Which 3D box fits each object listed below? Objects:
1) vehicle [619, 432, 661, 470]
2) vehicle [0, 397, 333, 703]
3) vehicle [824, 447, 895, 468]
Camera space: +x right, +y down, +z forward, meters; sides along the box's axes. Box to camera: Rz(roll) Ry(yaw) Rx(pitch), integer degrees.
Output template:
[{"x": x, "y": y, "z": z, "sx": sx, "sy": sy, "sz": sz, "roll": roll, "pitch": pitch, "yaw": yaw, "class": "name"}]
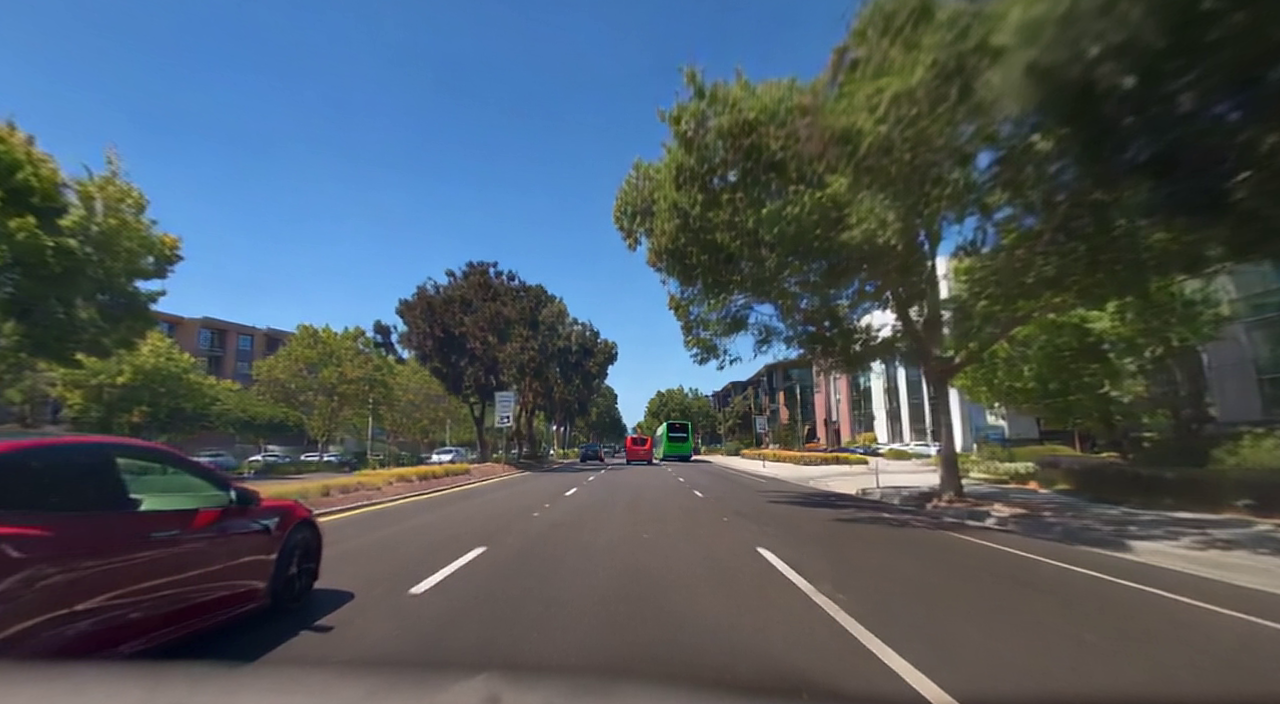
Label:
[{"x": 0.032, "y": 5.957, "z": 38.093, "sx": 2.336, "sy": 2.122, "sz": 5.207, "roll": 0, "pitch": -9, "yaw": 1, "class": "vehicle"}, {"x": -3.693, "y": 0.995, "z": 3.024, "sx": 2.120, "sy": 1.481, "sz": 4.535, "roll": 0, "pitch": -9, "yaw": 1, "class": "vehicle"}, {"x": 16.674, "y": 8.028, "z": 48.097, "sx": 4.682, "sy": 1.507, "sz": 1.878, "roll": 0, "pitch": -9, "yaw": 0, "class": "vehicle"}]
